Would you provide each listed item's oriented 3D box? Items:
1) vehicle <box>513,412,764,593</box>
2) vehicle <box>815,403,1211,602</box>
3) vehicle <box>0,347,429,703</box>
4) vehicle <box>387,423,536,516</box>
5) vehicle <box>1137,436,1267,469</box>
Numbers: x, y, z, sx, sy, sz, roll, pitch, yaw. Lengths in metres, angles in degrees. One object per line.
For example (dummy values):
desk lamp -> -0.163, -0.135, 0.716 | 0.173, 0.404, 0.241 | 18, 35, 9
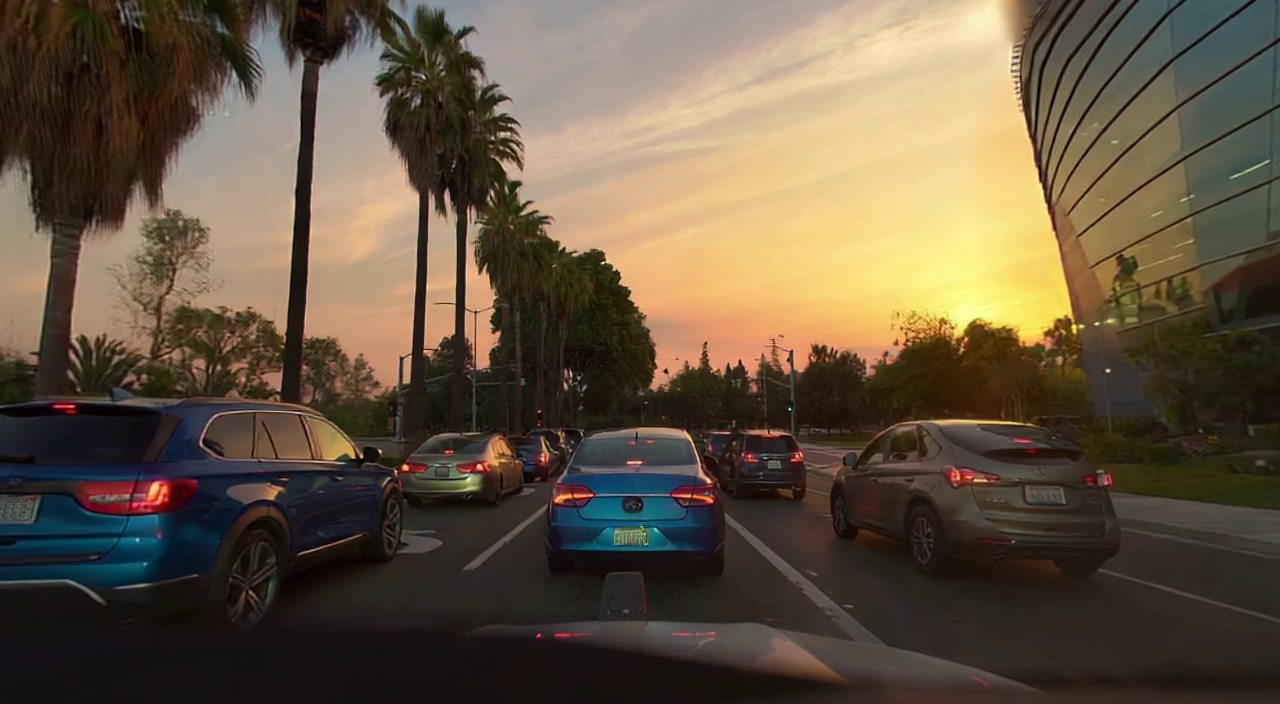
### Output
vehicle -> -0.056, 1.658, 7.813 | 2.219, 1.586, 4.321 | 0, -8, -1
vehicle -> 3.832, 1.618, 7.690 | 2.064, 1.696, 4.431 | 0, -8, -1
vehicle -> -3.540, 1.173, 5.356 | 2.014, 1.775, 4.404 | 0, -8, -1
vehicle -> -3.472, 2.355, 13.074 | 1.917, 1.631, 3.768 | 0, -8, 1
vehicle -> 25.442, 4.548, 28.665 | 4.014, 1.417, 1.777 | -1, -8, 5
